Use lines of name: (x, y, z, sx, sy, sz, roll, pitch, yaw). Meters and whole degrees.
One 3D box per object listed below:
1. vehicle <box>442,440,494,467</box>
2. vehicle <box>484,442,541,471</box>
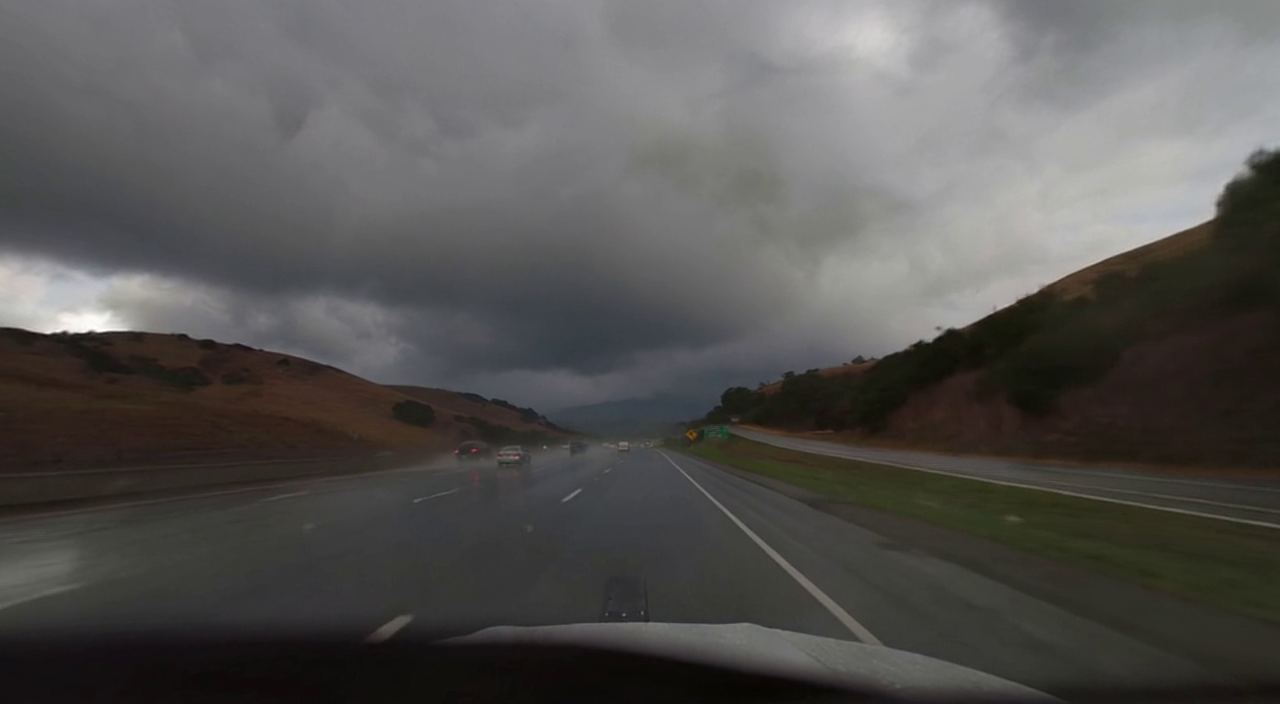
vehicle: (-11.155, 6.614, 41.277, 2.020, 1.645, 4.629, -1, -9, 2)
vehicle: (-6.874, 5.705, 34.587, 2.107, 1.484, 4.449, -1, -9, 2)
